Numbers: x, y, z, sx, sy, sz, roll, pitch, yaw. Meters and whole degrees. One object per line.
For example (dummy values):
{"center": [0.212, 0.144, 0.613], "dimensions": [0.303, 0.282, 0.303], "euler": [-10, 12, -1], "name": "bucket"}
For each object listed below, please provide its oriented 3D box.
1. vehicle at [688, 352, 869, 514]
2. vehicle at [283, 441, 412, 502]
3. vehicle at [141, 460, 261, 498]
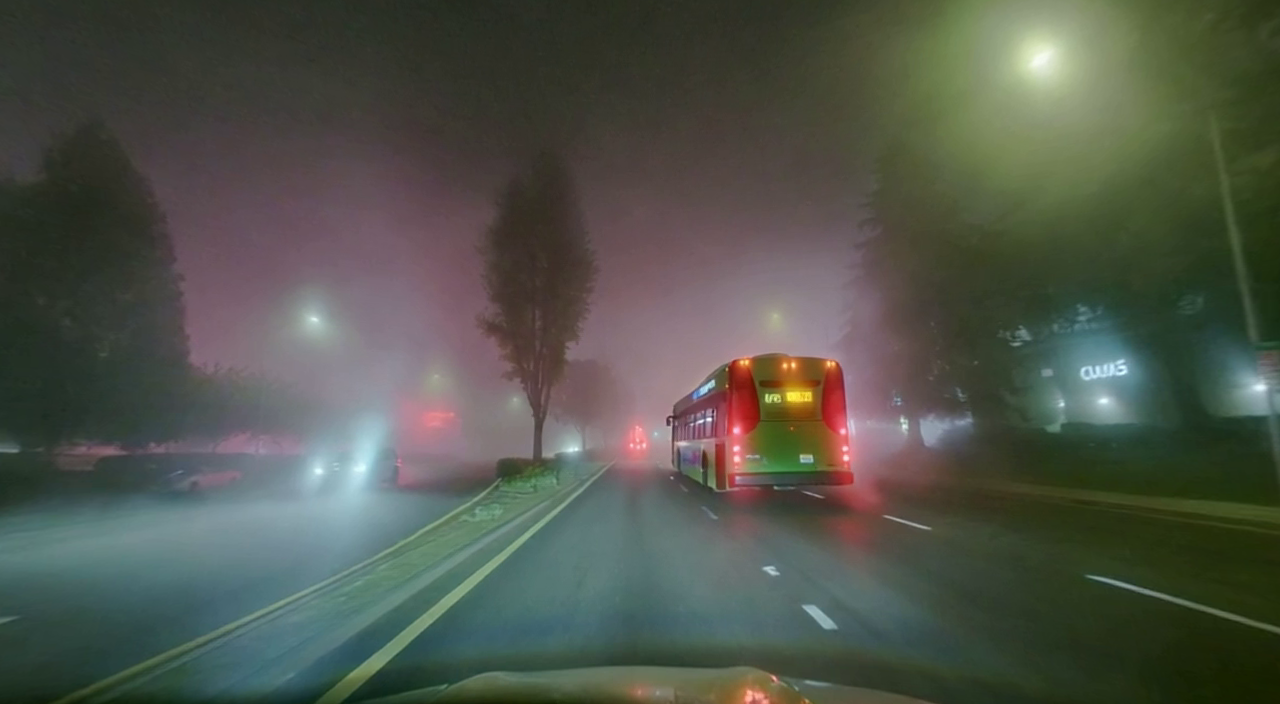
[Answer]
{"center": [3.170, 2.305, 17.550], "dimensions": [2.766, 3.306, 9.281], "euler": [0, -8, -1], "name": "vehicle"}
{"center": [-8.971, 3.659, 19.799], "dimensions": [2.170, 1.657, 4.327], "euler": [0, -8, -4], "name": "vehicle"}
{"center": [-19.590, 5.660, 28.389], "dimensions": [1.953, 1.454, 4.693], "euler": [0, -8, 1], "name": "vehicle"}
